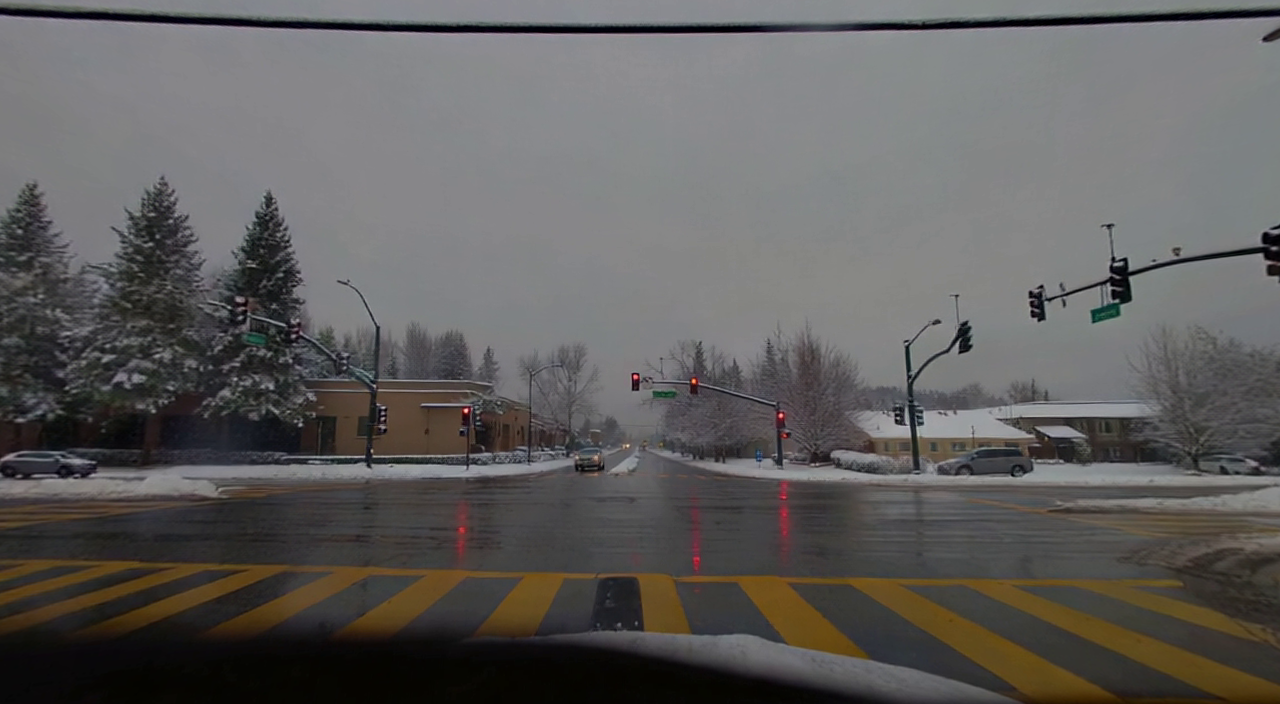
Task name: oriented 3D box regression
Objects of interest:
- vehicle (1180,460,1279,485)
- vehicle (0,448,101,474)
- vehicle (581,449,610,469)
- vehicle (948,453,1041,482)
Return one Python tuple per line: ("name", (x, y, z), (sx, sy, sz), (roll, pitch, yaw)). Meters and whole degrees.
("vehicle", (36.246, 7.310, 38.281), (4.976, 1.428, 1.929), (0, -9, -2))
("vehicle", (-35.110, 6.430, 37.205), (4.741, 1.447, 1.807), (0, -9, 0))
("vehicle", (-3.417, 8.364, 49.204), (1.908, 1.441, 4.142), (0, -8, 1))
("vehicle", (21.121, 6.867, 37.580), (4.447, 1.623, 1.801), (0, -9, -3))
